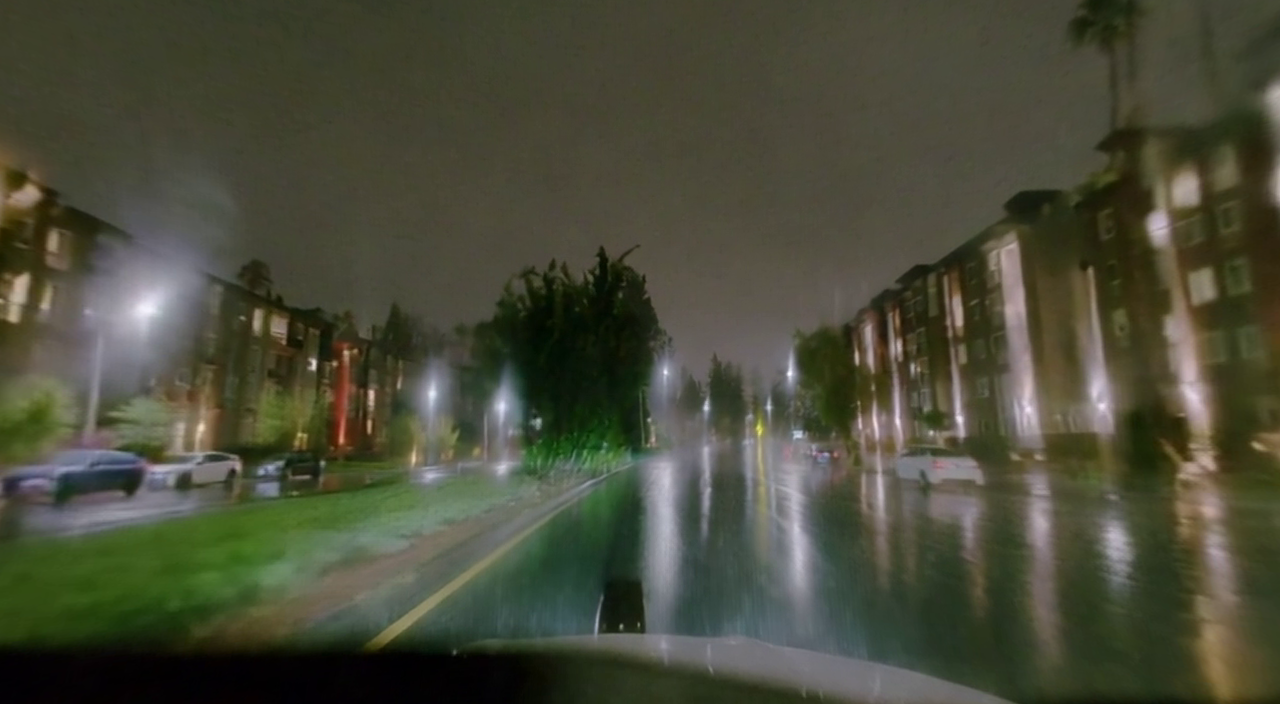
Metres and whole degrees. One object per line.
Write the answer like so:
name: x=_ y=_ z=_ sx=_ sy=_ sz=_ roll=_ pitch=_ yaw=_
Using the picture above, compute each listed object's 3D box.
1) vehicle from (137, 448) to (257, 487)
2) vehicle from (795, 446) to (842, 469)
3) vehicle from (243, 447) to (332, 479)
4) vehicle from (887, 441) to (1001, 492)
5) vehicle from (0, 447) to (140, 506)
vehicle: x=-18.760 y=4.938 z=27.050 sx=1.795 sy=1.445 sz=4.629 roll=-2 pitch=-10 yaw=0
vehicle: x=11.816 y=7.025 z=42.195 sx=1.897 sy=1.455 sz=4.586 roll=0 pitch=-9 yaw=2
vehicle: x=-18.319 y=5.826 z=33.137 sx=2.003 sy=1.505 sz=4.332 roll=-3 pitch=-10 yaw=3
vehicle: x=10.663 y=4.010 z=22.573 sx=1.992 sy=1.615 sz=4.460 roll=0 pitch=-9 yaw=3
vehicle: x=-19.091 y=4.007 z=20.800 sx=1.686 sy=1.671 sz=4.477 roll=0 pitch=-8 yaw=-2
